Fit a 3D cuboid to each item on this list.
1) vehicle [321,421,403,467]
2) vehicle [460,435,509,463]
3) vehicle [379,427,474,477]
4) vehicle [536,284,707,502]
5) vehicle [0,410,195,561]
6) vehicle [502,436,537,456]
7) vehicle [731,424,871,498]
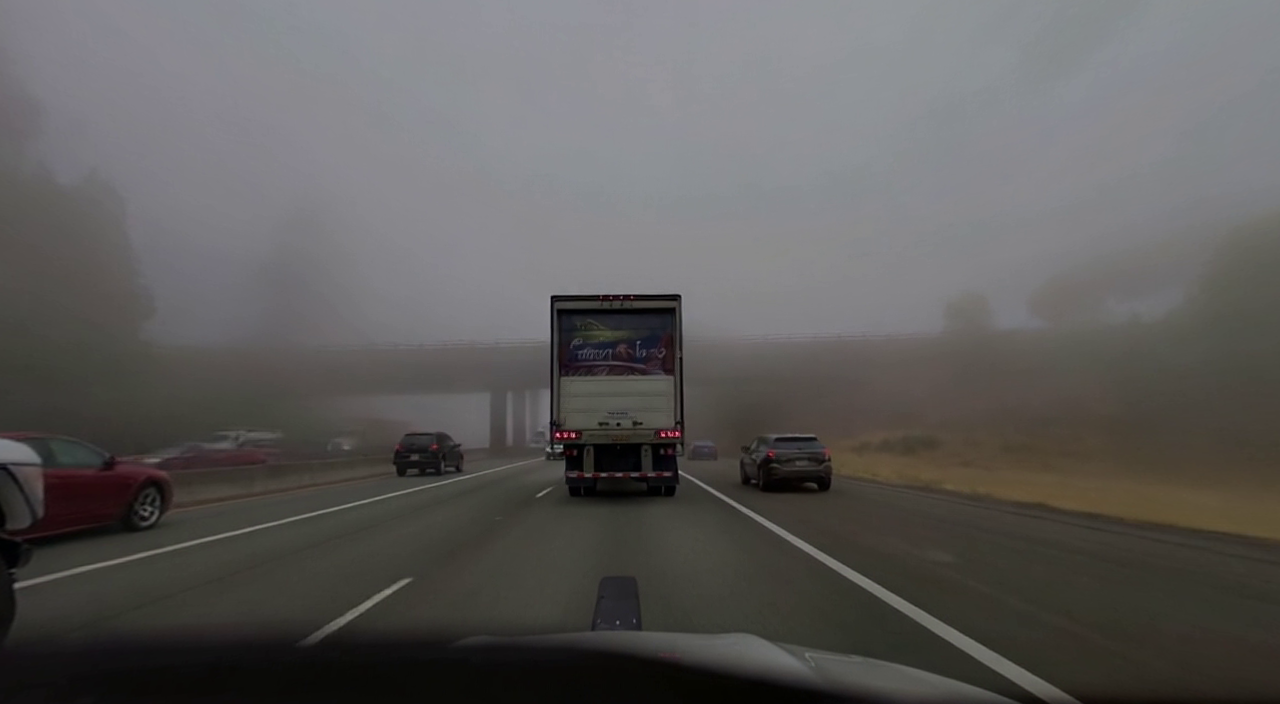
[{"bbox_3d":[-16.482,5.479,37.679,2.270,2.482,5.811,0,-8,0],"label":"vehicle"},{"bbox_3d":[-8.740,5.432,35.536,1.845,1.488,3.656,0,-8,0],"label":"vehicle"},{"bbox_3d":[-7.957,3.759,23.994,2.057,1.698,4.550,0,-8,0],"label":"vehicle"},{"bbox_3d":[-0.514,1.343,15.858,2.911,3.787,9.905,0,-8,-2],"label":"vehicle"},{"bbox_3d":[-8.134,1.595,7.796,2.048,1.652,4.421,0,-8,-2],"label":"vehicle"},{"bbox_3d":[-8.969,7.004,46.977,1.928,1.474,3.588,0,-8,0],"label":"vehicle"},{"bbox_3d":[3.652,2.551,15.244,2.003,1.519,4.580,0,-8,-3],"label":"vehicle"}]
